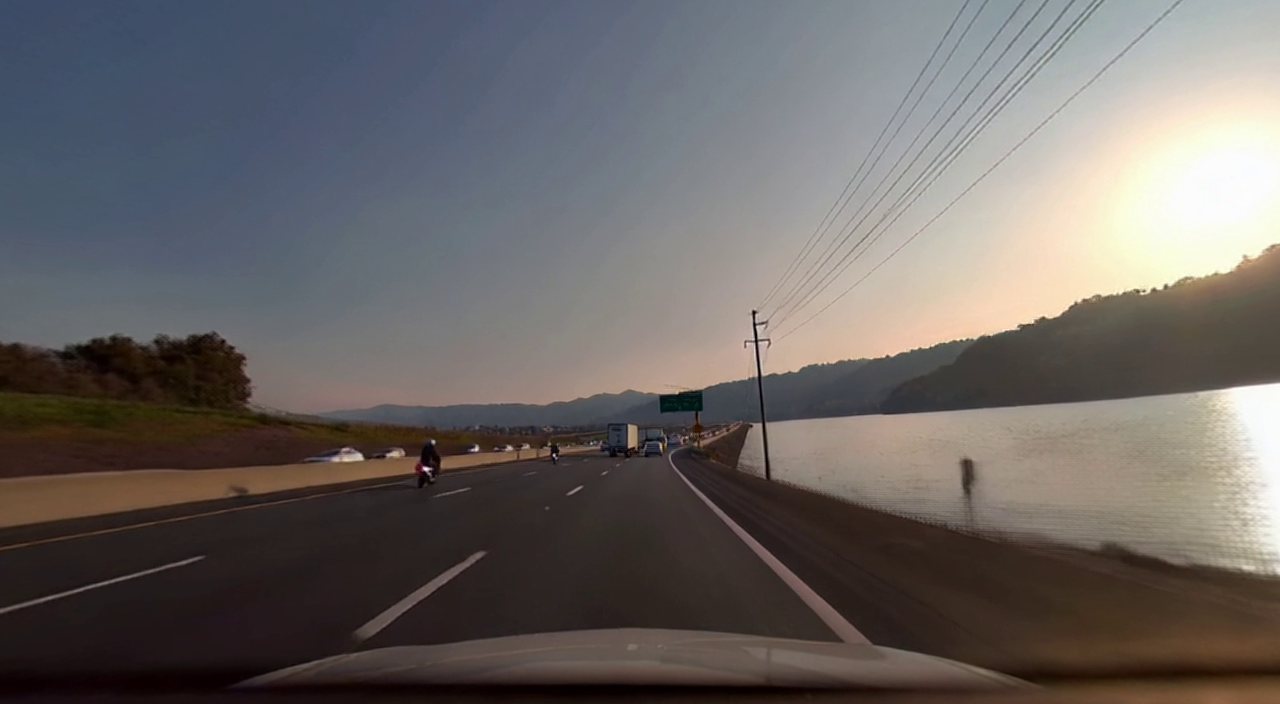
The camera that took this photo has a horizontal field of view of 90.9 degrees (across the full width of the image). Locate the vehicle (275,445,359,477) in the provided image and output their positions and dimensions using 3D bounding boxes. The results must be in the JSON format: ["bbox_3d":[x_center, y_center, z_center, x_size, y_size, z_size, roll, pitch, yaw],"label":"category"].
[{"bbox_3d":[-16.844,5.698,33.206,1.904,1.523,4.591,0,-9,2],"label":"vehicle"}]
